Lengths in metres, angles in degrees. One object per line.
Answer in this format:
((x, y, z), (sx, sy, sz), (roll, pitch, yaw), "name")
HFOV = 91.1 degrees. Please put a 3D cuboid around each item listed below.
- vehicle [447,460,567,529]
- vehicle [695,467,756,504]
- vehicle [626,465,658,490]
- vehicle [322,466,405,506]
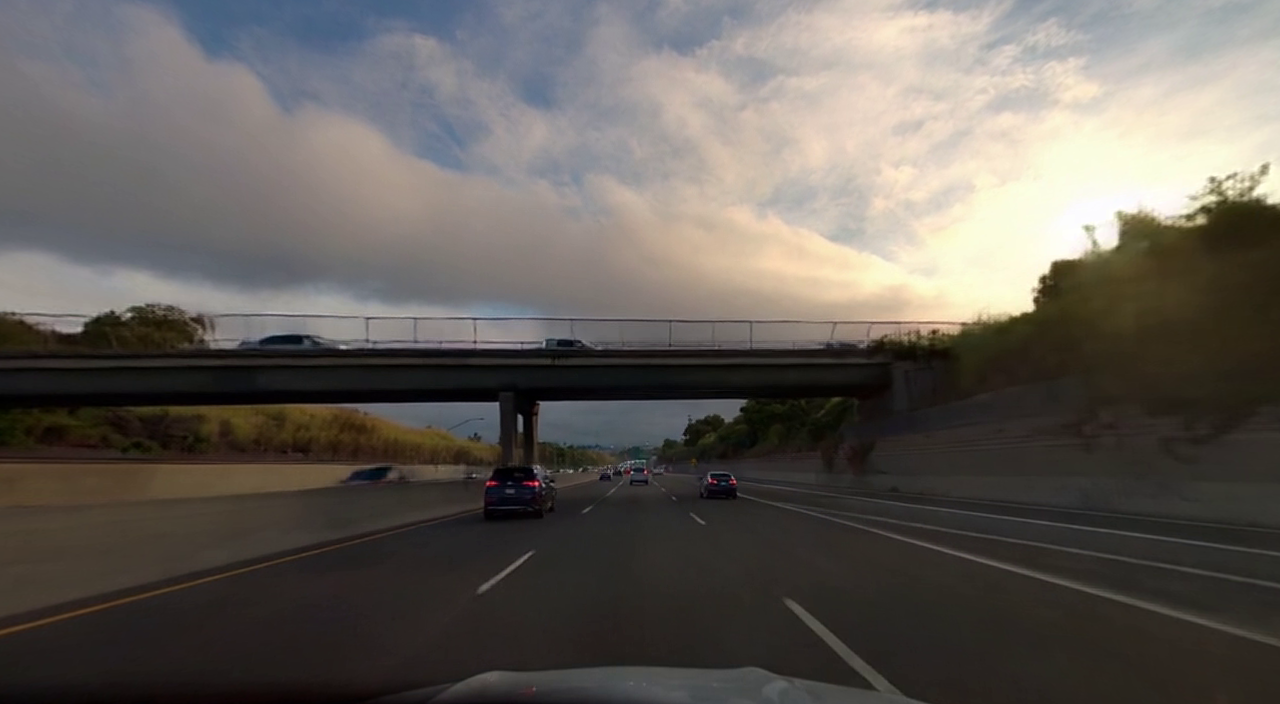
((-3.248, 3.605, 16.321), (2.099, 1.516, 4.308), (0, -10, 1), "vehicle")
((3.773, 6.014, 28.623), (2.092, 1.518, 4.348), (1, -10, -1), "vehicle")
((0.181, 8.923, 44.811), (2.181, 1.698, 4.056), (1, -10, 1), "vehicle")
((-12.424, 6.018, 28.522), (1.868, 1.616, 4.107), (1, -10, 0), "vehicle")
